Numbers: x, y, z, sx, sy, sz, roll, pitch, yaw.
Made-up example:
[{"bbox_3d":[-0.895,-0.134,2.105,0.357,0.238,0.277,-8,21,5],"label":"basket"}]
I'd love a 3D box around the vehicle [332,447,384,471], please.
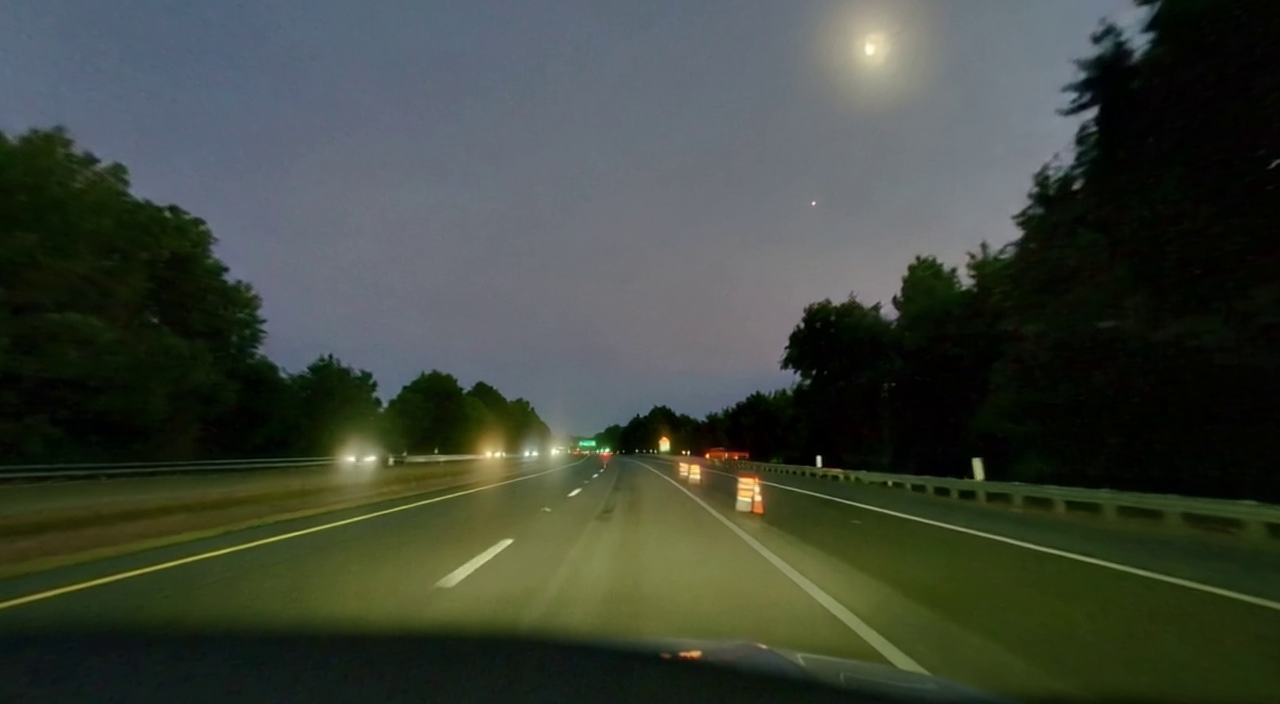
[{"bbox_3d":[-18.276,6.912,40.935,1.730,1.462,3.573,0,-9,-1],"label":"vehicle"}]
